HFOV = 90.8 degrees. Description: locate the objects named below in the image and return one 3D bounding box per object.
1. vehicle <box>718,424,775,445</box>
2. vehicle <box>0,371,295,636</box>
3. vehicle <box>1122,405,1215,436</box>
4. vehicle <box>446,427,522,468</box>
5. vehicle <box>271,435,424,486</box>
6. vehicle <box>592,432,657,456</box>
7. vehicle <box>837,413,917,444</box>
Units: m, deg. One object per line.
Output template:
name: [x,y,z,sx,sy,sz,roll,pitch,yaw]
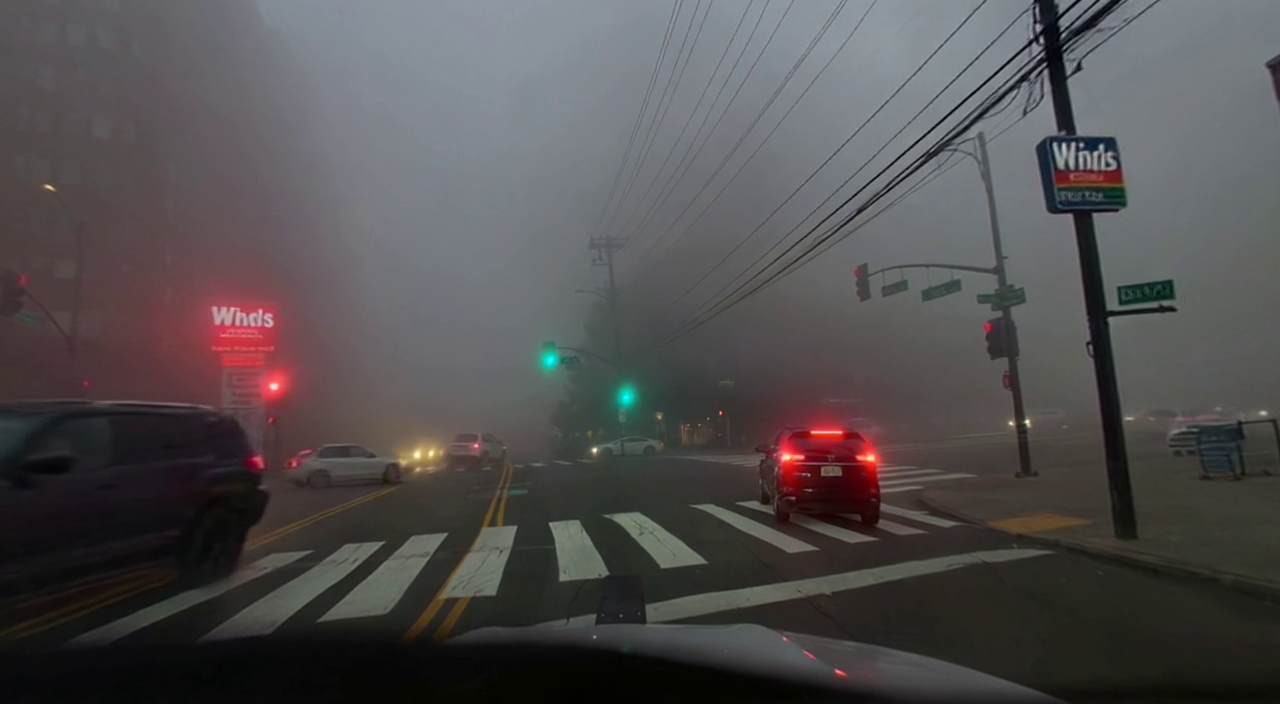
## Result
vehicle: [7.569,5.943,45.141,1.866,1.430,3.901,5,-10,-31]
vehicle: [-5.972,1.247,5.462,2.374,1.985,5.588,-1,-8,6]
vehicle: [27.457,3.610,32.802,4.707,1.487,1.907,4,-9,-27]
vehicle: [-7.078,4.400,29.218,2.105,1.761,4.292,-1,-8,5]
vehicle: [-9.978,3.701,21.922,2.166,1.579,4.300,-5,-9,27]
vehicle: [-1.173,6.751,46.521,4.506,1.733,1.857,2,-8,-13]
vehicle: [14.408,4.696,38.312,4.474,1.788,2.039,4,-9,-29]
